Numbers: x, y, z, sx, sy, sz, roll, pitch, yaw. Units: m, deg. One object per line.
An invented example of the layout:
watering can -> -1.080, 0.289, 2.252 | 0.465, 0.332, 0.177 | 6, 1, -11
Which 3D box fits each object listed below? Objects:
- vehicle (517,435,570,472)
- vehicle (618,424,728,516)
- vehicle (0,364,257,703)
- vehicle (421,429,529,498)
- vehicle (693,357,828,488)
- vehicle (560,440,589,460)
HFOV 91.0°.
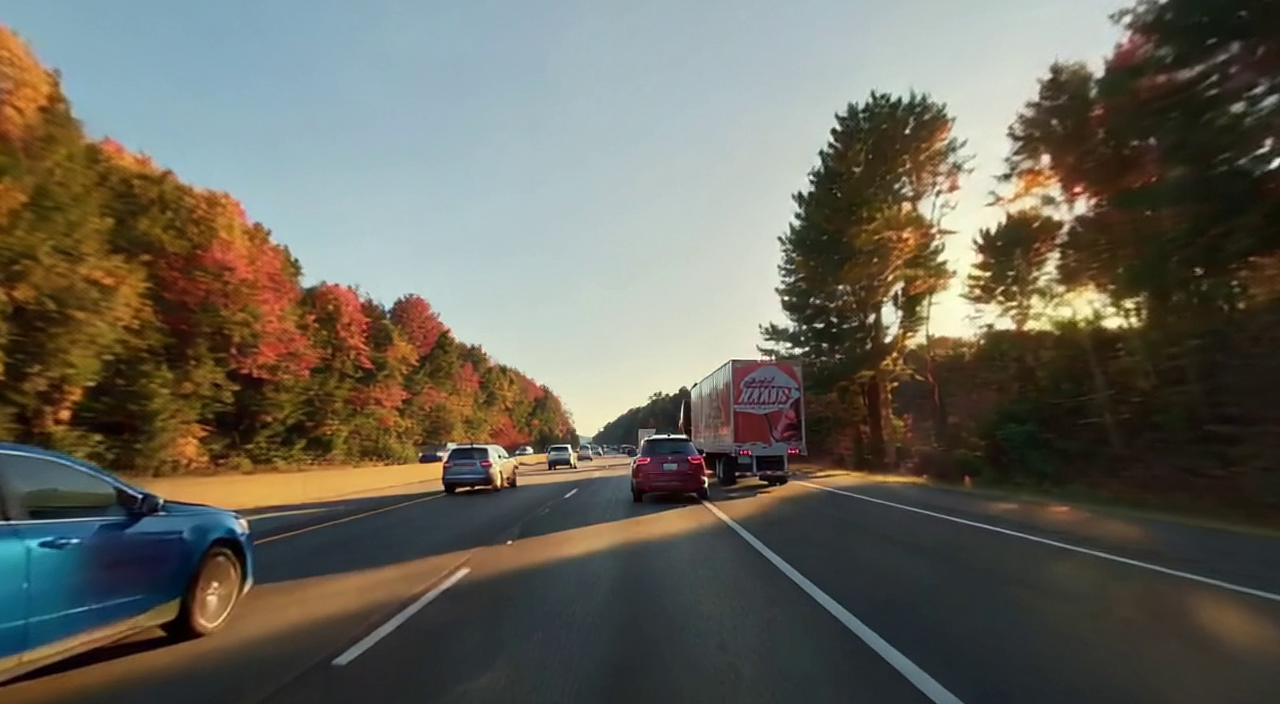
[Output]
vehicle -> -4.708, 5.012, 31.279 | 2.014, 1.683, 4.275 | 0, -8, 0
vehicle -> 0.597, 2.418, 13.376 | 2.017, 1.662, 3.543 | 0, -8, 0
vehicle -> -4.059, 0.859, 2.732 | 1.983, 1.666, 4.452 | 0, -8, 0
vehicle -> -4.315, 2.968, 17.115 | 1.905, 1.642, 3.803 | 0, -8, 0
vehicle -> 4.343, 3.203, 26.821 | 2.828, 4.081, 14.220 | 0, -8, -1
vehicle -> -5.119, 7.696, 49.633 | 1.950, 1.535, 4.237 | 0, -8, -1
